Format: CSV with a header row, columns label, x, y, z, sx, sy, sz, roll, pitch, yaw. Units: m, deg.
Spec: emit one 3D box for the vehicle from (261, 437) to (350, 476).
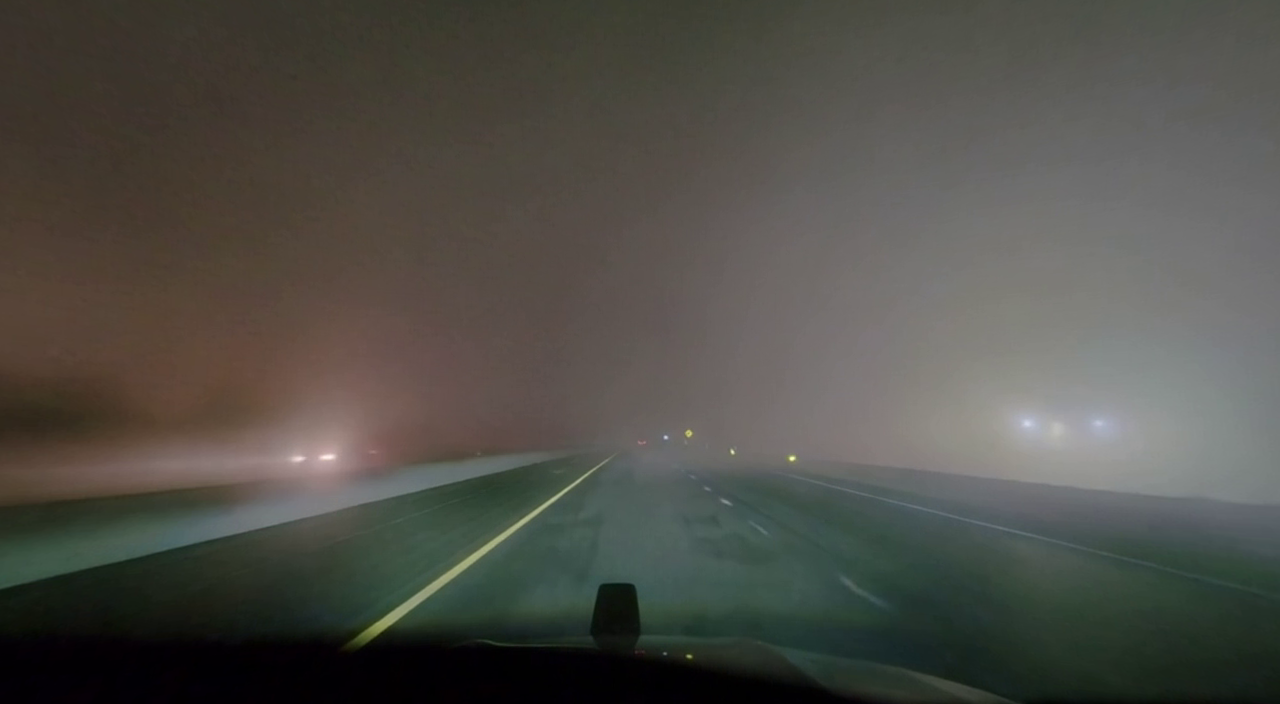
label,x,y,z,sx,sy,sz,roll,pitch,yaw
vehicle,-16.261,5.064,30.904,1.933,1.764,4.400,0,-8,-1
